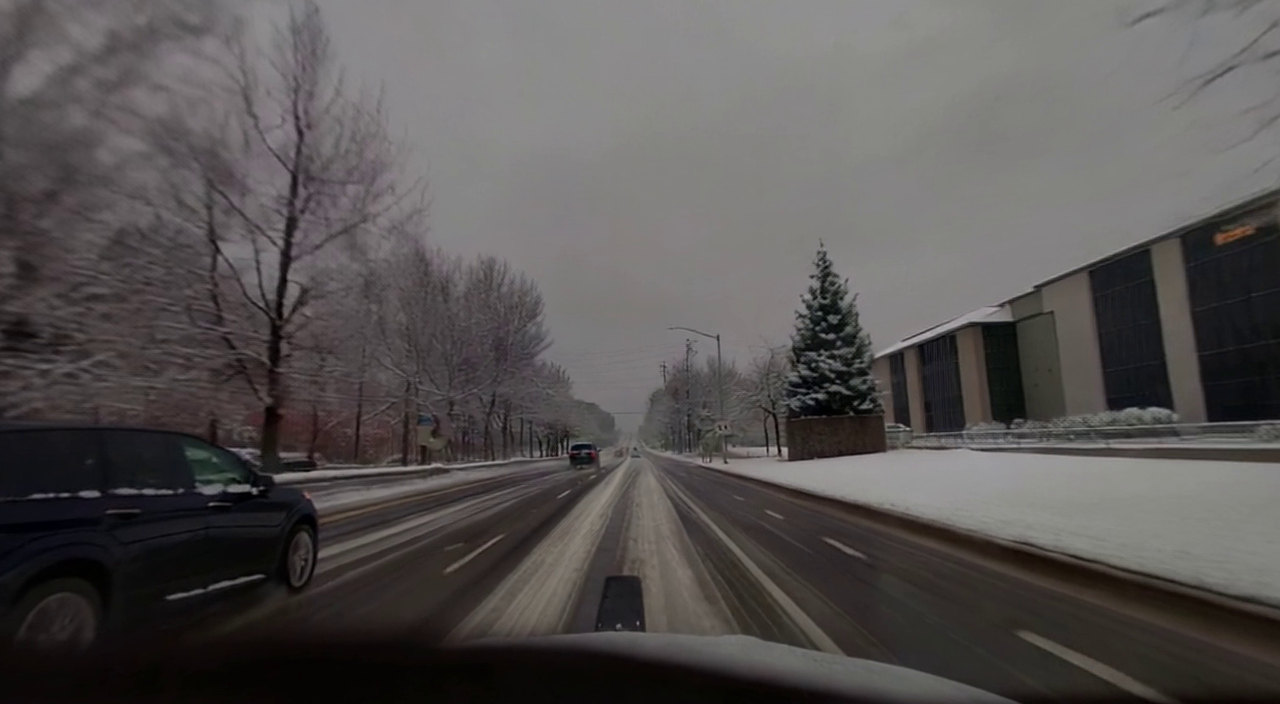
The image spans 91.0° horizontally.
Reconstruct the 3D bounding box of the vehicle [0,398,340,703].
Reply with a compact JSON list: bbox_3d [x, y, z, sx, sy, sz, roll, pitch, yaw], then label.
[{"bbox_3d":[-3.933,1.132,3.932,1.923,1.528,4.309,0,-9,1],"label":"vehicle"}]

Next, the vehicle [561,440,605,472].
[{"bbox_3d":[-3.361,6.246,37.978,2.112,1.779,4.489,1,-9,1],"label":"vehicle"}]
